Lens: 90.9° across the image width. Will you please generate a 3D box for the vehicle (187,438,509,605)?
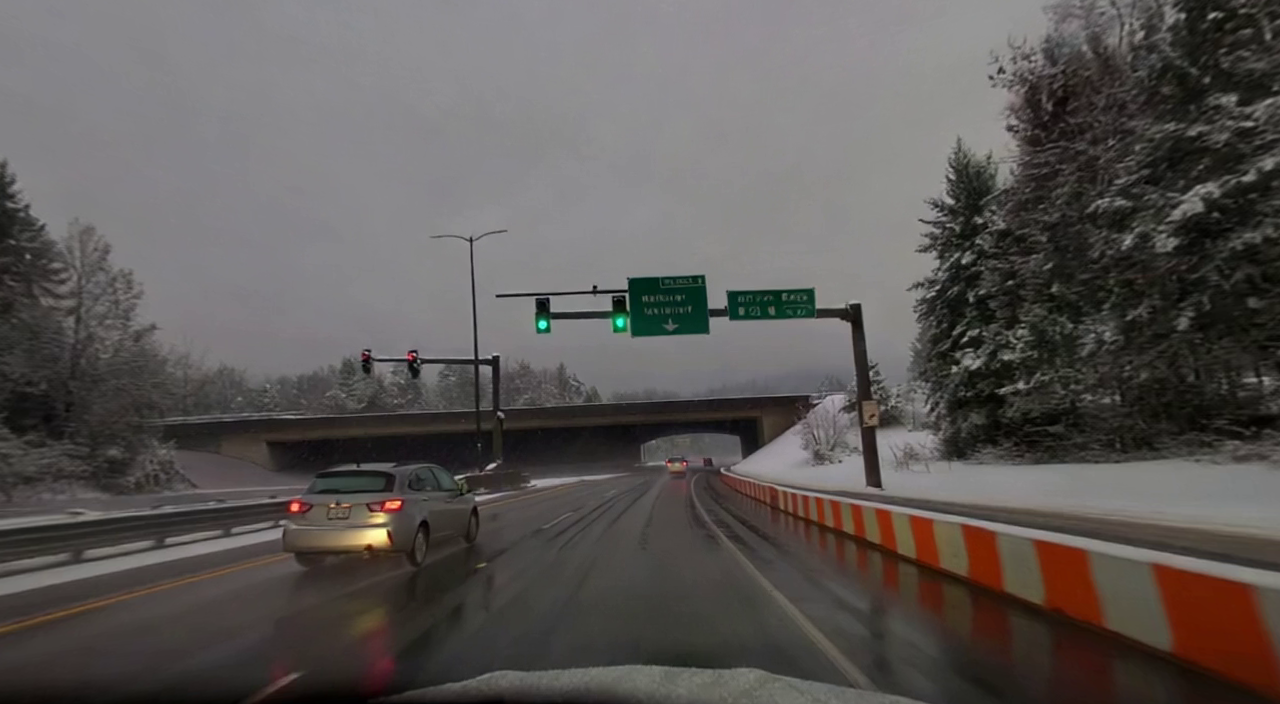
[{"bbox_3d":[-3.061,1.876,7.652,1.992,1.466,3.690,0,-10,2],"label":"vehicle"}]
